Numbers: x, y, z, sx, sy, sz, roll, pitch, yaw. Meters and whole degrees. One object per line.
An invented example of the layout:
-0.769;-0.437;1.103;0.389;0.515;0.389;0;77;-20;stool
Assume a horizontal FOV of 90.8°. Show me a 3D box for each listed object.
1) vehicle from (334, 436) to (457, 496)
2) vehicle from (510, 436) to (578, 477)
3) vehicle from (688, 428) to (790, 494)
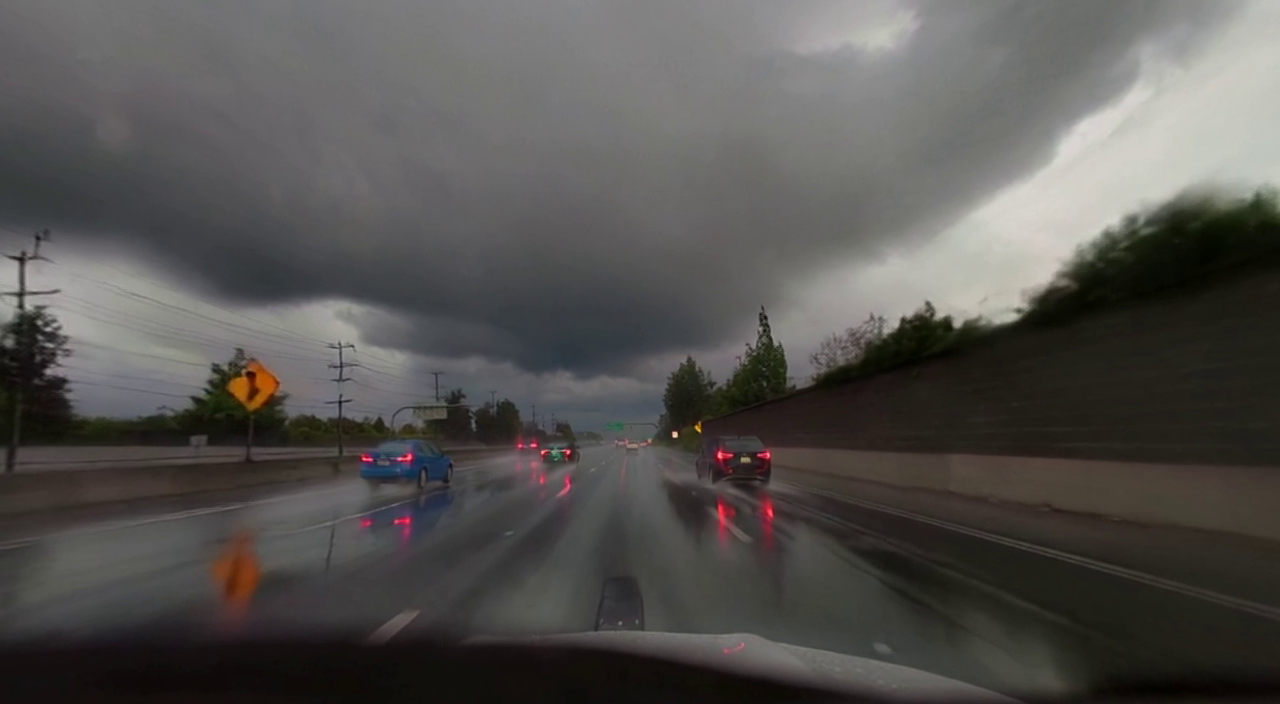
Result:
-6.756;3.179;18.019;1.903;1.482;4.180;0;-8;-1;vehicle
-3.804;4.210;25.758;2.066;1.488;4.377;0;-8;0;vehicle
2.689;3.099;18.337;2.100;1.659;4.387;0;-8;-2;vehicle
